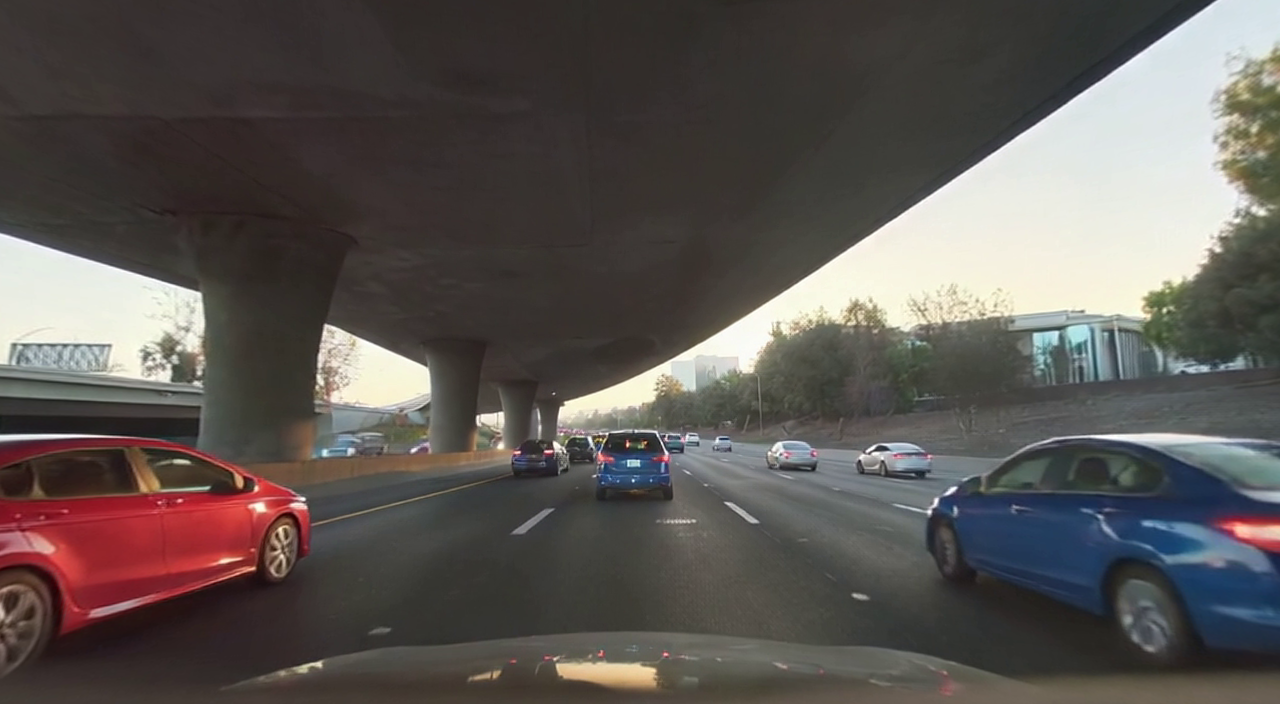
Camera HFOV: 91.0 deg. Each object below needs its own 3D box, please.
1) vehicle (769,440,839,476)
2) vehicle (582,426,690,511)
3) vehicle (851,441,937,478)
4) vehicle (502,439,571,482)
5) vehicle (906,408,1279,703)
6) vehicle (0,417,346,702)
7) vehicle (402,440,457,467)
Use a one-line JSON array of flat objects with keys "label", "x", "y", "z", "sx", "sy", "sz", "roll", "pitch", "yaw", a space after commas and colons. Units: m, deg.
[{"label": "vehicle", "x": 7.681, "y": 5.015, "z": 29.995, "sx": 2.049, "sy": 1.521, "sz": 4.604, "roll": 0, "pitch": -9, "yaw": 0}, {"label": "vehicle", "x": -0.064, "y": 2.672, "z": 14.814, "sx": 2.181, "sy": 1.697, "sz": 4.021, "roll": 0, "pitch": -9, "yaw": 1}, {"label": "vehicle", "x": 11.335, "y": 4.833, "z": 28.484, "sx": 2.008, "sy": 1.516, "sz": 4.385, "roll": 0, "pitch": -9, "yaw": 0}, {"label": "vehicle", "x": -3.996, "y": 4.255, "z": 24.994, "sx": 1.947, "sy": 1.516, "sz": 4.295, "roll": 0, "pitch": -9, "yaw": 1}, {"label": "vehicle", "x": 3.922, "y": 1.272, "z": 4.531, "sx": 2.031, "sy": 1.492, "sz": 4.577, "roll": 0, "pitch": -9, "yaw": 0}, {"label": "vehicle", "x": -4.324, "y": 1.310, "z": 4.808, "sx": 1.974, "sy": 1.478, "sz": 4.412, "roll": 0, "pitch": -9, "yaw": 0}, {"label": "vehicle", "x": -14.413, "y": 6.991, "z": 43.366, "sx": 2.102, "sy": 1.715, "sz": 4.669, "roll": 0, "pitch": -9, "yaw": 1}]
